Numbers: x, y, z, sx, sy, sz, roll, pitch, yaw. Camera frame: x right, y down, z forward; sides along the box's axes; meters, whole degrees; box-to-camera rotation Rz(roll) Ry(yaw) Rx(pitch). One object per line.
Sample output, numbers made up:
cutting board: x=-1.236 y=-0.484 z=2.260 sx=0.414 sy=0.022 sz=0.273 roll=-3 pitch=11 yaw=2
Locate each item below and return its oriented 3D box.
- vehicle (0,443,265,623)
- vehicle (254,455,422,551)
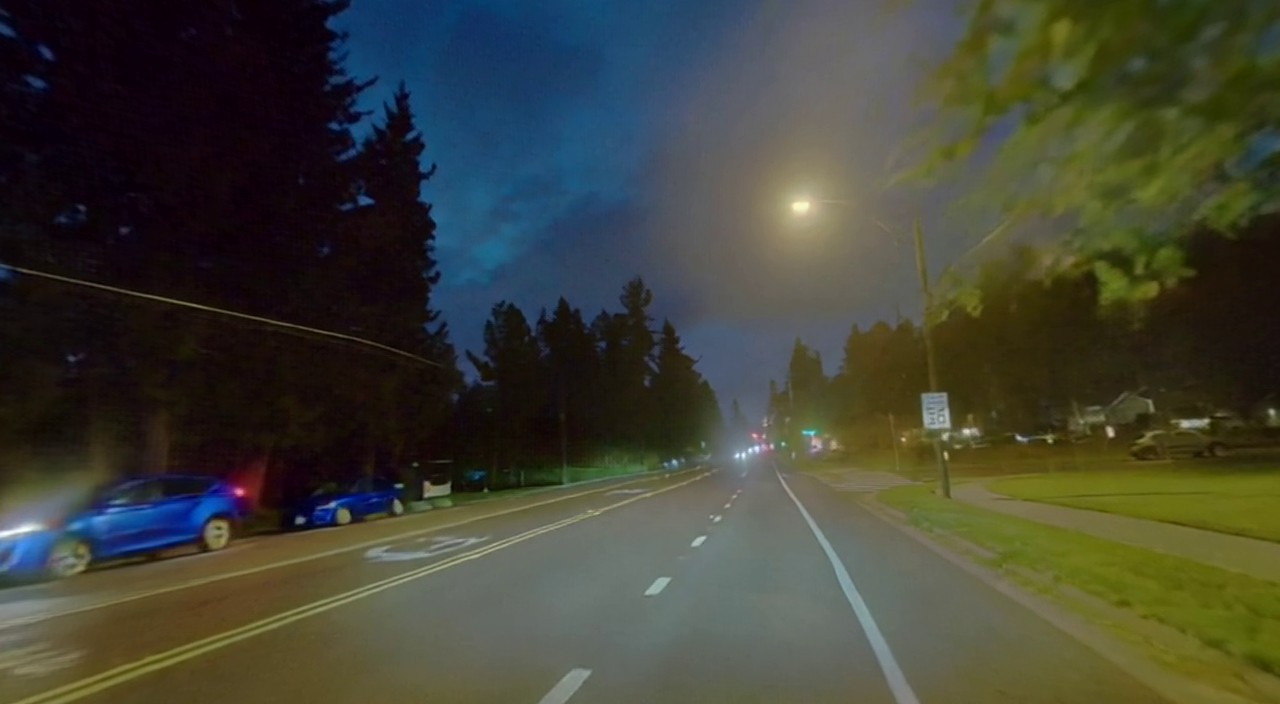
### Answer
vehicle: x=-10.071 y=3.154 z=12.028 sx=2.159 sy=1.959 sz=5.179 roll=-6 pitch=-1 yaw=6
vehicle: x=-8.660 y=4.297 z=18.596 sx=2.087 sy=1.700 sz=4.467 roll=-6 pitch=-2 yaw=11
